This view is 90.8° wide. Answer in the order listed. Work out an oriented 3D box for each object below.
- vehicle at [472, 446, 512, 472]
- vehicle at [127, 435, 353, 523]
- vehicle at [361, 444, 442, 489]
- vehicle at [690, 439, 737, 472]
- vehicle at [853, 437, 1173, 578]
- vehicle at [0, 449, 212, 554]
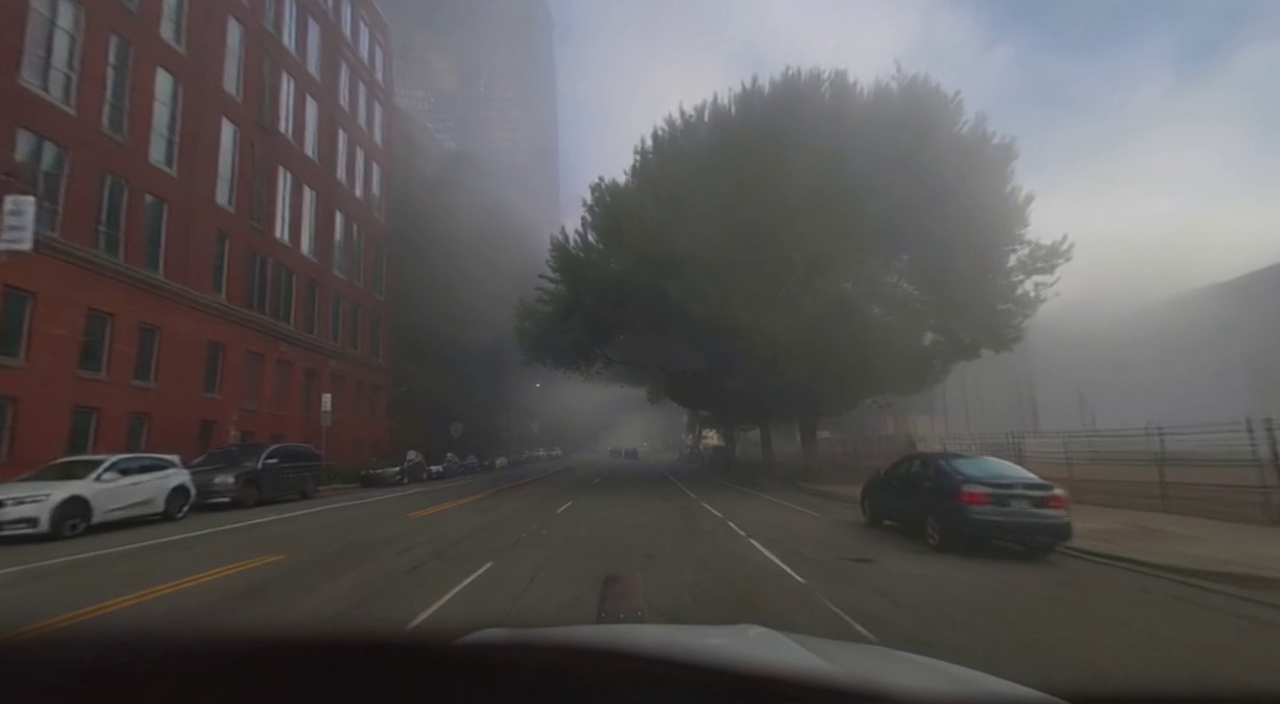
[{"bbox_3d":[-11.396,8.288,48.850,2.039,1.770,4.445,-3,-10,-1],"label":"vehicle"},{"bbox_3d":[-10.931,3.515,18.194,2.574,1.922,6.292,-3,-9,-1],"label":"vehicle"},{"bbox_3d":[-11.397,5.479,30.629,1.970,1.828,5.519,-3,-9,-2],"label":"vehicle"},{"bbox_3d":[4.525,6.500,39.733,2.237,1.908,5.320,1,-9,-1],"label":"vehicle"},{"bbox_3d":[4.892,2.065,9.295,1.929,1.522,4.543,0,-9,0],"label":"vehicle"},{"bbox_3d":[-11.022,2.784,12.404,1.992,1.629,4.773,-3,-9,-1],"label":"vehicle"}]
